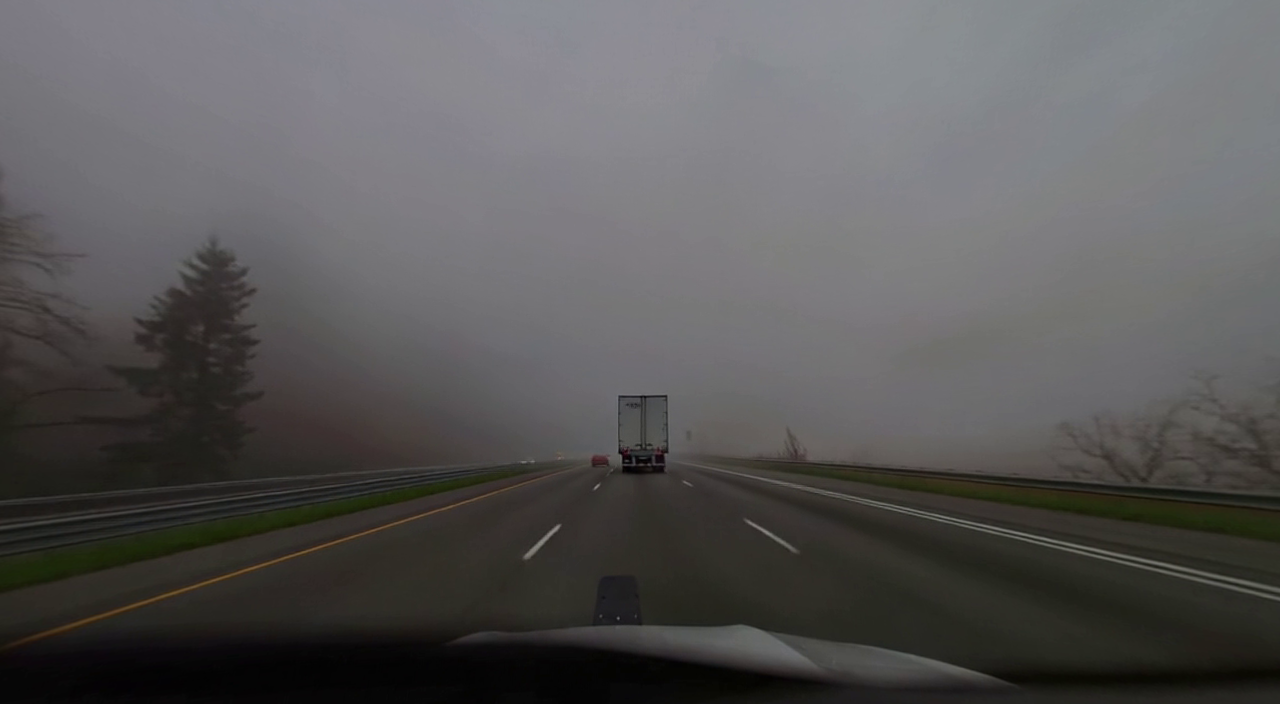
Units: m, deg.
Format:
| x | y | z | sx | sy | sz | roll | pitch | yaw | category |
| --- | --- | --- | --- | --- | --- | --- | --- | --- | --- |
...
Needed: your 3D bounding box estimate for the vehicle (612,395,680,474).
| x | y | z | sx | sy | sz | roll | pitch | yaw | category |
| --- | --- | --- | --- | --- | --- | --- | --- | --- | --- |
| 0.313 | 5.665 | 41.631 | 3.537 | 4.071 | 17.399 | 0 | -9 | 0 | vehicle |
